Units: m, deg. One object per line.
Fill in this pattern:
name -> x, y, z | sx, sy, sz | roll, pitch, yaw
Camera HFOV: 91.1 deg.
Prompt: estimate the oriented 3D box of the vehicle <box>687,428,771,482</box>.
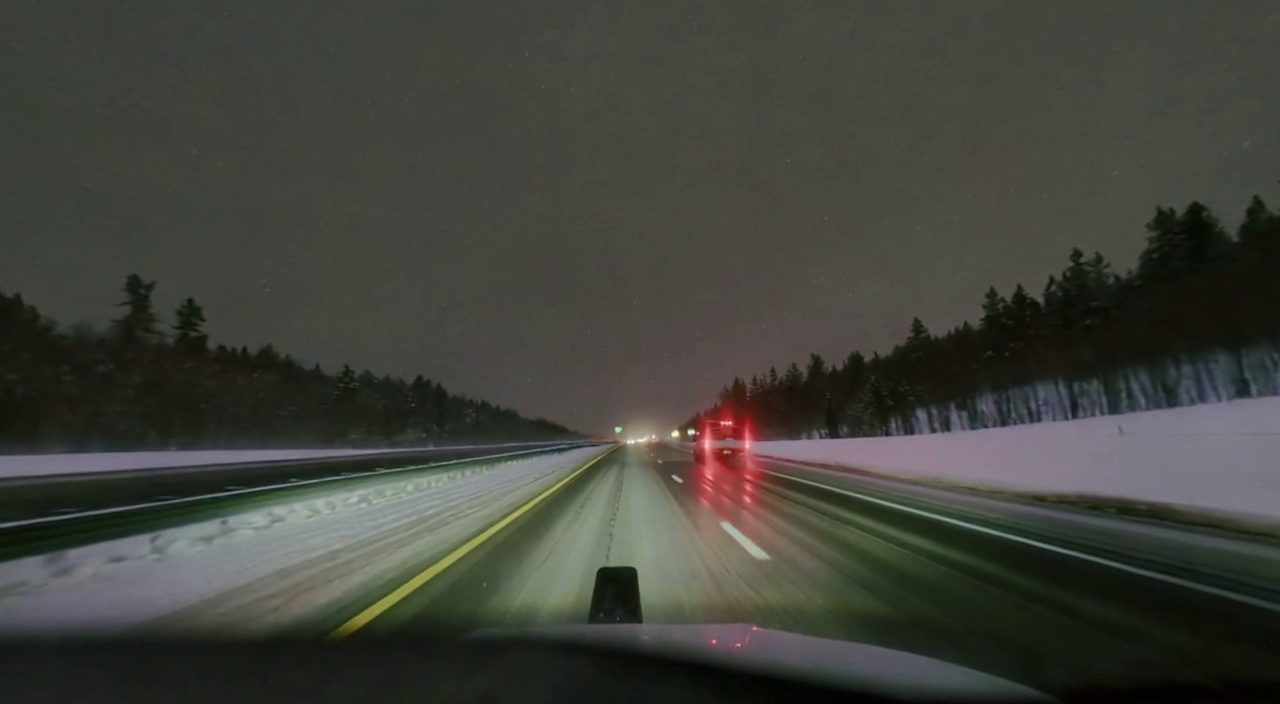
vehicle -> 2.805, 3.365, 20.892 | 2.084, 1.583, 4.420 | 0, -8, -1
